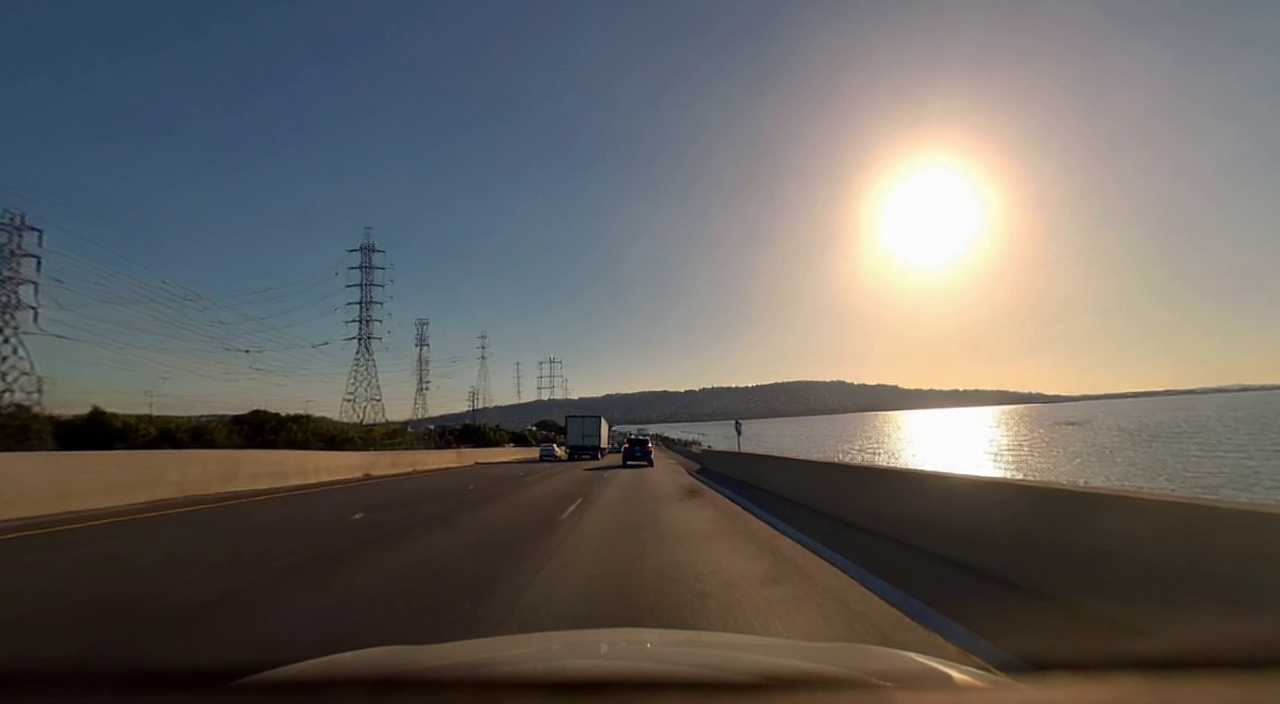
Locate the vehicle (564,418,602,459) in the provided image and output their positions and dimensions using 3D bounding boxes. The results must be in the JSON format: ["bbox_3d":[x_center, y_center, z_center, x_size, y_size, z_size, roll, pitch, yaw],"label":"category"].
[{"bbox_3d":[-3.666,5.625,40.989,2.178,2.522,2.054,0,-8,1],"label":"vehicle"}]

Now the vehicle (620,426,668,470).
[{"bbox_3d":[0.216,5.064,33.457,2.358,2.144,4.713,0,-8,1],"label":"vehicle"}]

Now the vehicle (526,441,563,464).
[{"bbox_3d":[-6.948,7.370,46.496,2.004,1.545,4.513,0,-8,0],"label":"vehicle"}]
